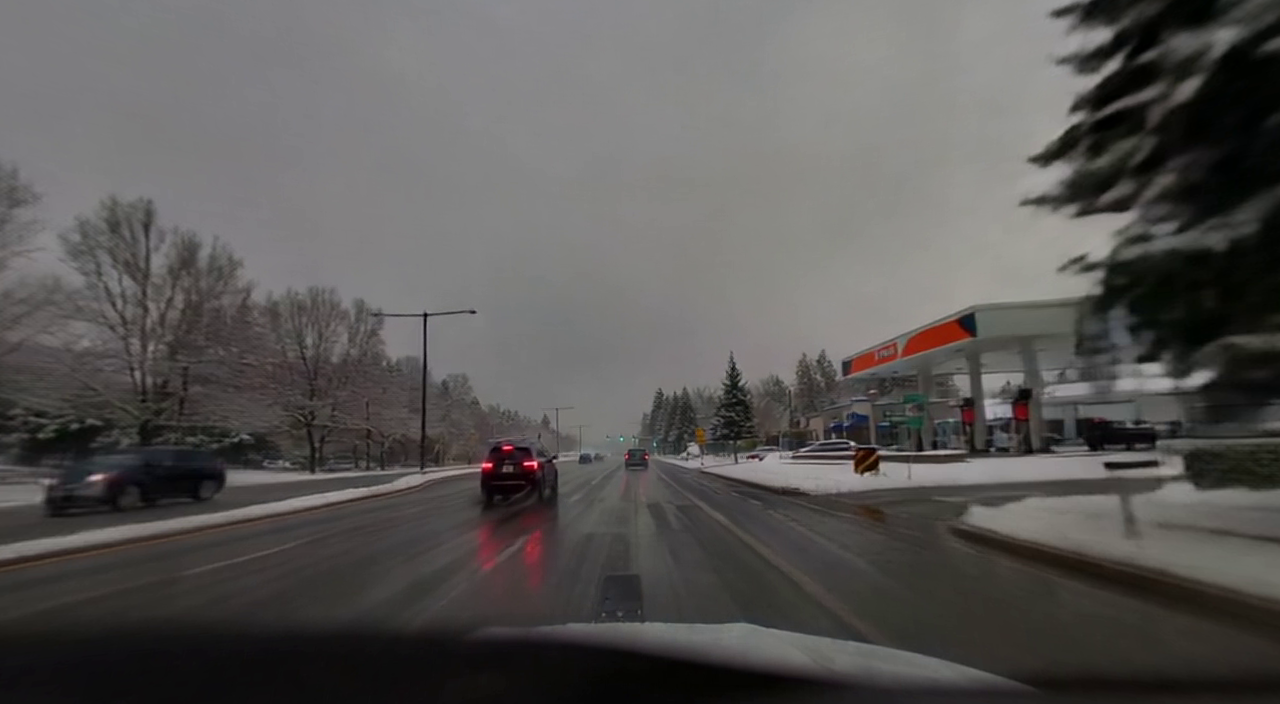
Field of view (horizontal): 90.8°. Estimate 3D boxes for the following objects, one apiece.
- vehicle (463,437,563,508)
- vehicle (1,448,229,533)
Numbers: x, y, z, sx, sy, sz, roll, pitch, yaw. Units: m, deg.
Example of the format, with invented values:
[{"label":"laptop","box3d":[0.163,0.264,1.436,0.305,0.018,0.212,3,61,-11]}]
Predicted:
[{"label":"vehicle","box3d":[-3.548,3.461,18.580,1.985,1.772,4.479,-1,-9,0]},{"label":"vehicle","box3d":[-11.780,3.079,14.654,1.893,1.622,4.161,0,-9,-4]}]
